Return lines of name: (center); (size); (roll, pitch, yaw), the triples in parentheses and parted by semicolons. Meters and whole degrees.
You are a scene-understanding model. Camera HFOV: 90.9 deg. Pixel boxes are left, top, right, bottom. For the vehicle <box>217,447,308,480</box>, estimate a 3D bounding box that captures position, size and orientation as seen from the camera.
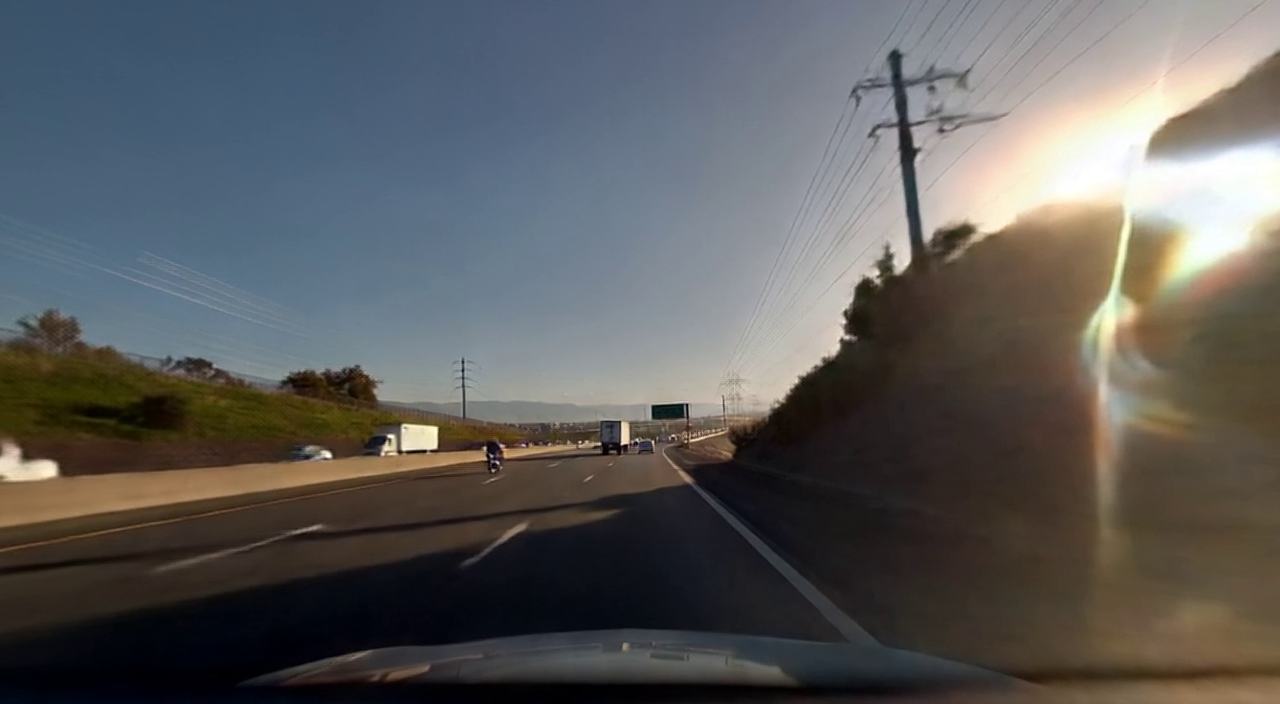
vehicle: (-20.789, 6.123, 35.029); (2.162, 1.661, 4.641); (0, -8, 0)
